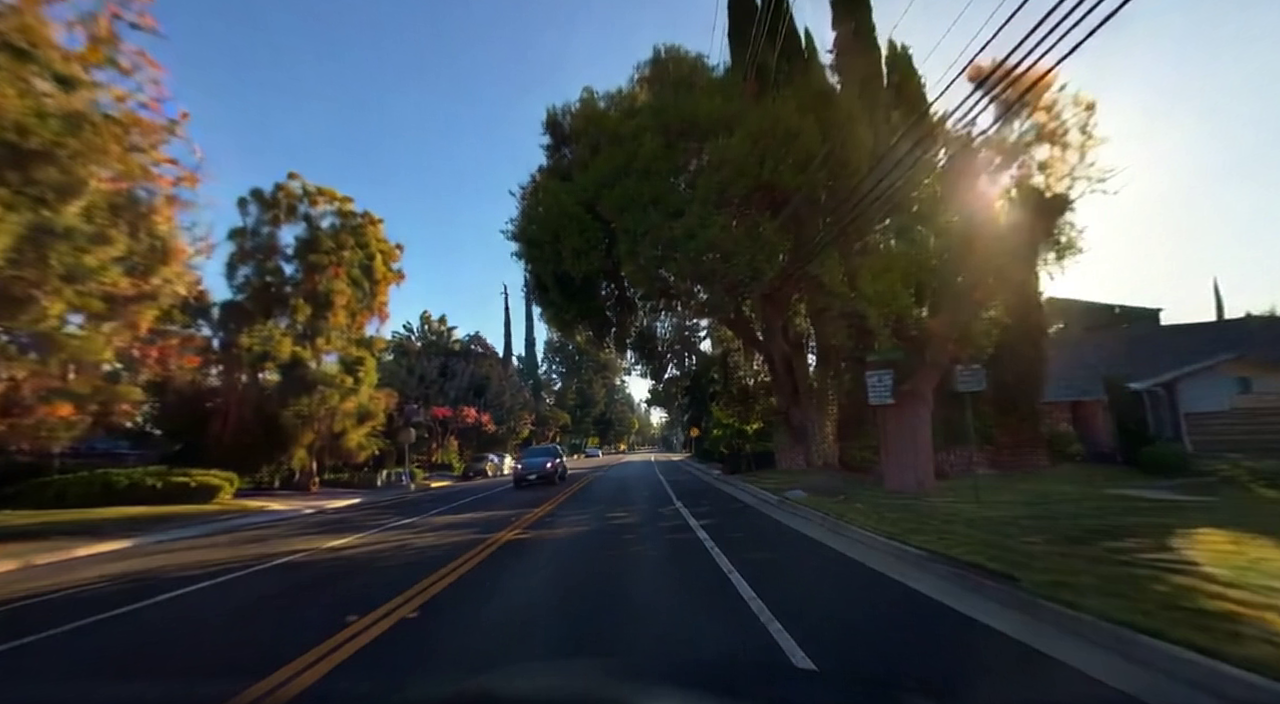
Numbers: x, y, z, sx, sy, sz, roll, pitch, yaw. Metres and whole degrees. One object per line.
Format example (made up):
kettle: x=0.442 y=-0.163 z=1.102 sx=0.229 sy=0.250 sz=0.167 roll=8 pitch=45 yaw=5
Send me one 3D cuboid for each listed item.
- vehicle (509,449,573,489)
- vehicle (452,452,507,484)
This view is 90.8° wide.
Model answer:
vehicle: x=-3.971 y=4.758 z=26.035 sx=1.889 sy=1.503 sz=4.232 roll=0 pitch=-9 yaw=1
vehicle: x=-9.896 y=7.159 z=39.306 sx=2.269 sy=1.861 sz=4.422 roll=0 pitch=-9 yaw=0
